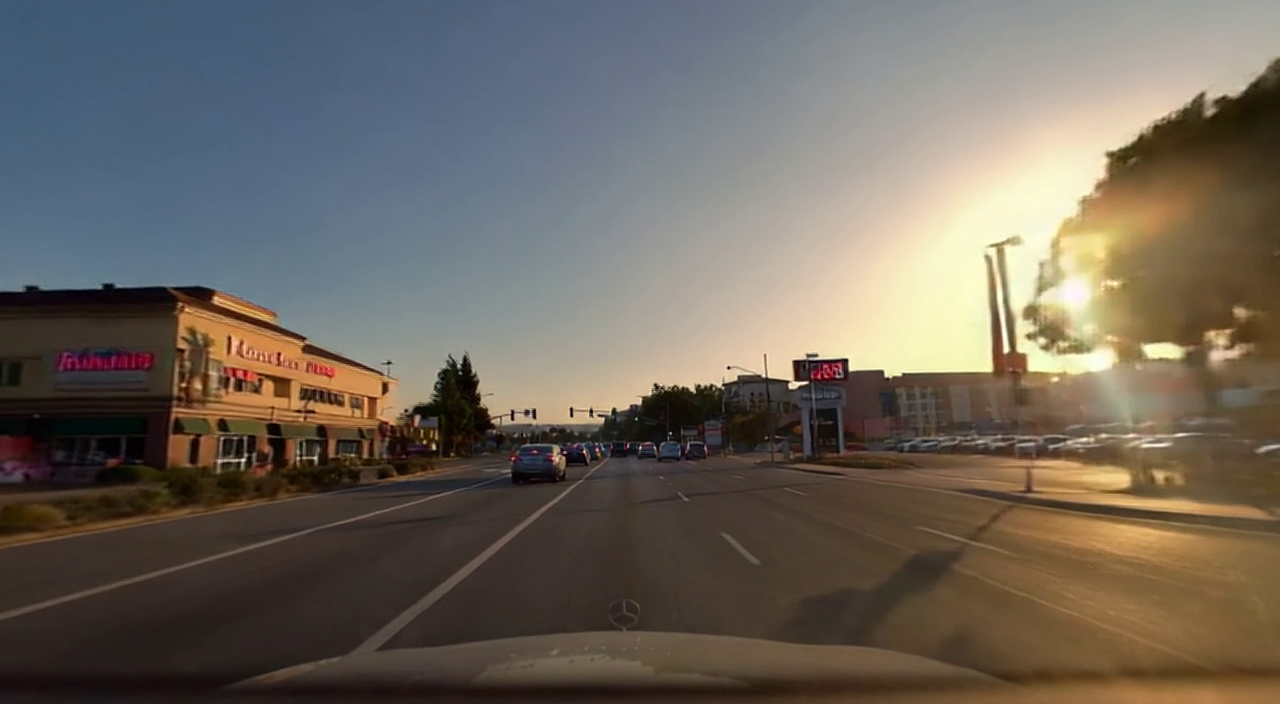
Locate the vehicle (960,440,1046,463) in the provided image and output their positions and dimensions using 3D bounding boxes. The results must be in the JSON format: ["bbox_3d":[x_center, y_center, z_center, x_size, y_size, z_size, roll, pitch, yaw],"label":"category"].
[{"bbox_3d":[24.903,6.820,43.538,4.799,1.497,1.952,-4,-9,22],"label":"vehicle"}]

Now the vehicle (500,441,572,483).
[{"bbox_3d":[-3.992,4.322,25.079,2.097,1.497,4.571,0,-8,0],"label":"vehicle"}]

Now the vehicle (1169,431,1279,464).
[{"bbox_3d":[30.019,4.827,31.816,4.656,1.564,1.950,-4,-9,22],"label":"vehicle"}]

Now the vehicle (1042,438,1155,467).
[{"bbox_3d":[24.741,5.425,34.336,4.554,1.470,2.020,-4,-9,24],"label":"vehicle"}]
